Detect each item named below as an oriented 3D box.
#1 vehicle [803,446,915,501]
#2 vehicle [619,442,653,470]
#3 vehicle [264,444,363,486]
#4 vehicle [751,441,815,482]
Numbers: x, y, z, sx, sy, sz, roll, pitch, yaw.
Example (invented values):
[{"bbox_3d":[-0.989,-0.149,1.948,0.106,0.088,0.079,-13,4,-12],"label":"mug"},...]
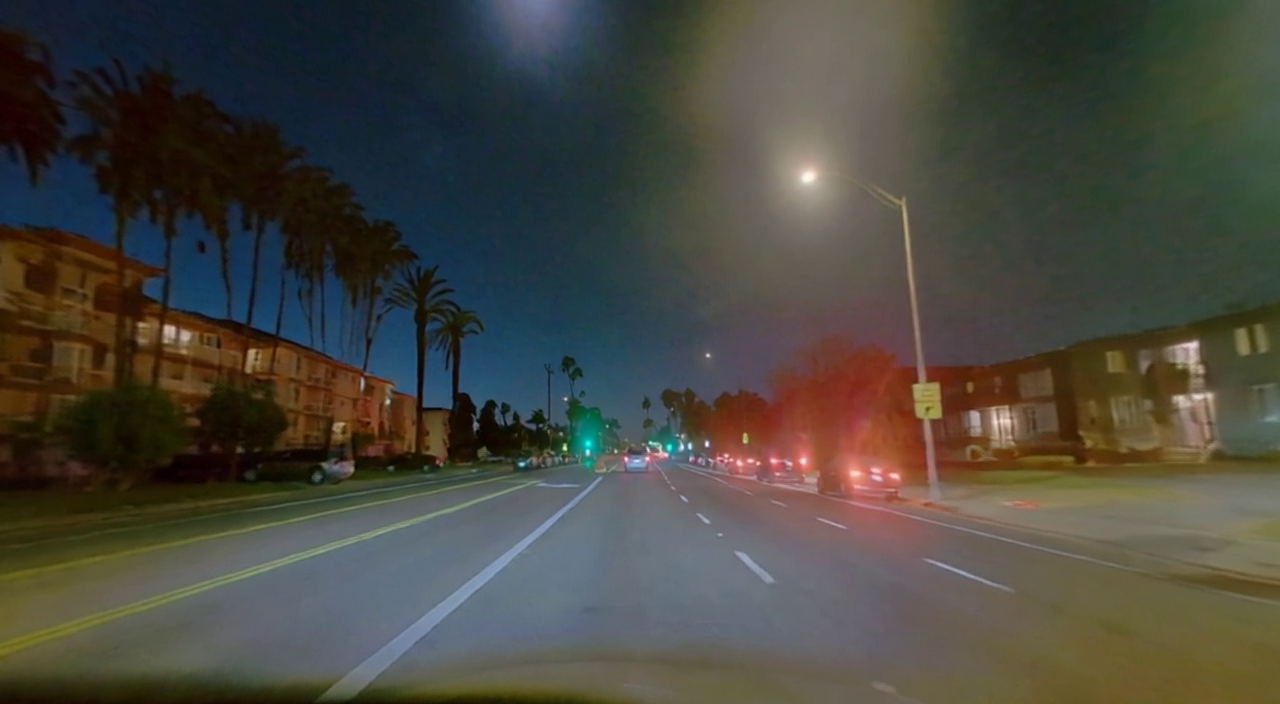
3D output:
[{"bbox_3d":[6.756,3.757,20.103,1.947,1.505,4.759,0,-8,1],"label":"vehicle"},{"bbox_3d":[-0.310,7.237,44.275,2.248,1.833,4.798,0,-8,-1],"label":"vehicle"},{"bbox_3d":[-16.931,5.830,33.130,2.185,1.993,5.054,-1,-8,4],"label":"vehicle"},{"bbox_3d":[6.861,5.287,30.952,2.035,1.822,5.449,0,-8,2],"label":"vehicle"}]
